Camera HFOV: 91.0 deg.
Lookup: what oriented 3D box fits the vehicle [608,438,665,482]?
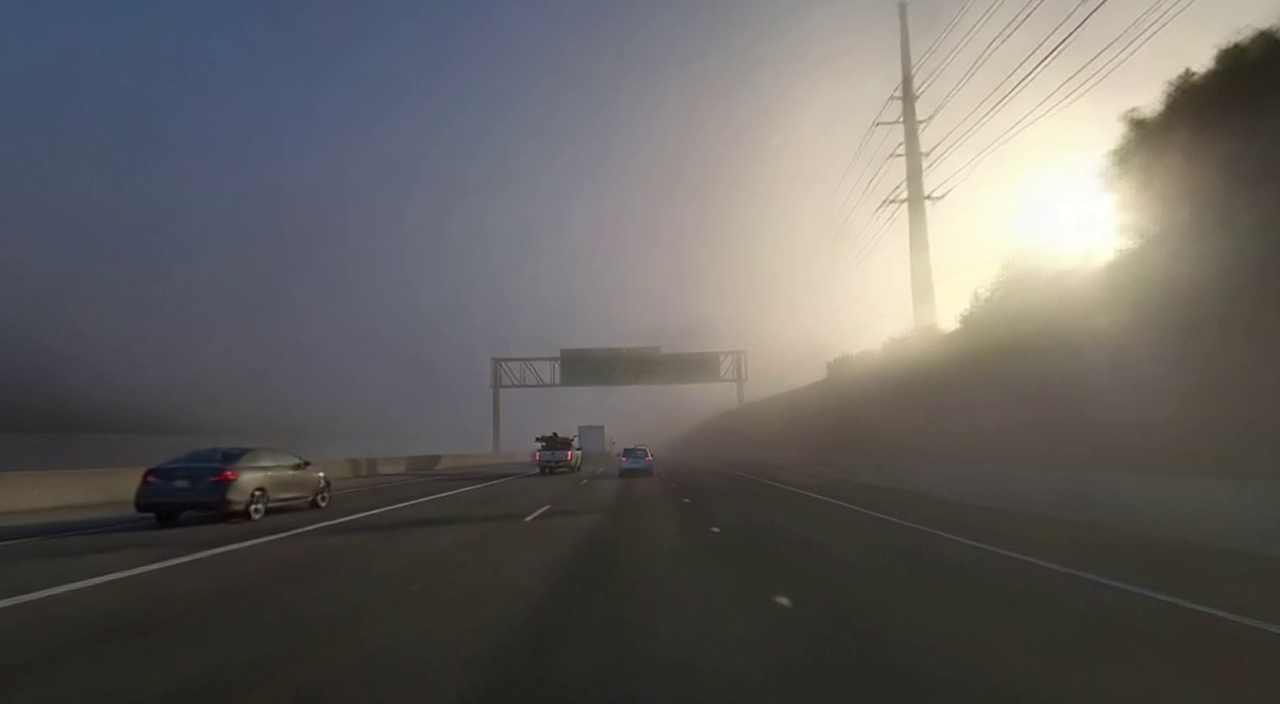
[{"bbox_3d":[-0.130,4.449,26.190,2.178,1.640,4.071,0,-9,0],"label":"vehicle"}]

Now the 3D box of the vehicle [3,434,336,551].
[{"bbox_3d":[-7.301,2.194,10.605,2.025,1.510,4.582,0,-9,1],"label":"vehicle"}]

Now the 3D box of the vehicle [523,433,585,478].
[{"bbox_3d":[-3.779,4.636,28.475,2.109,1.840,4.614,0,-9,1],"label":"vehicle"}]
